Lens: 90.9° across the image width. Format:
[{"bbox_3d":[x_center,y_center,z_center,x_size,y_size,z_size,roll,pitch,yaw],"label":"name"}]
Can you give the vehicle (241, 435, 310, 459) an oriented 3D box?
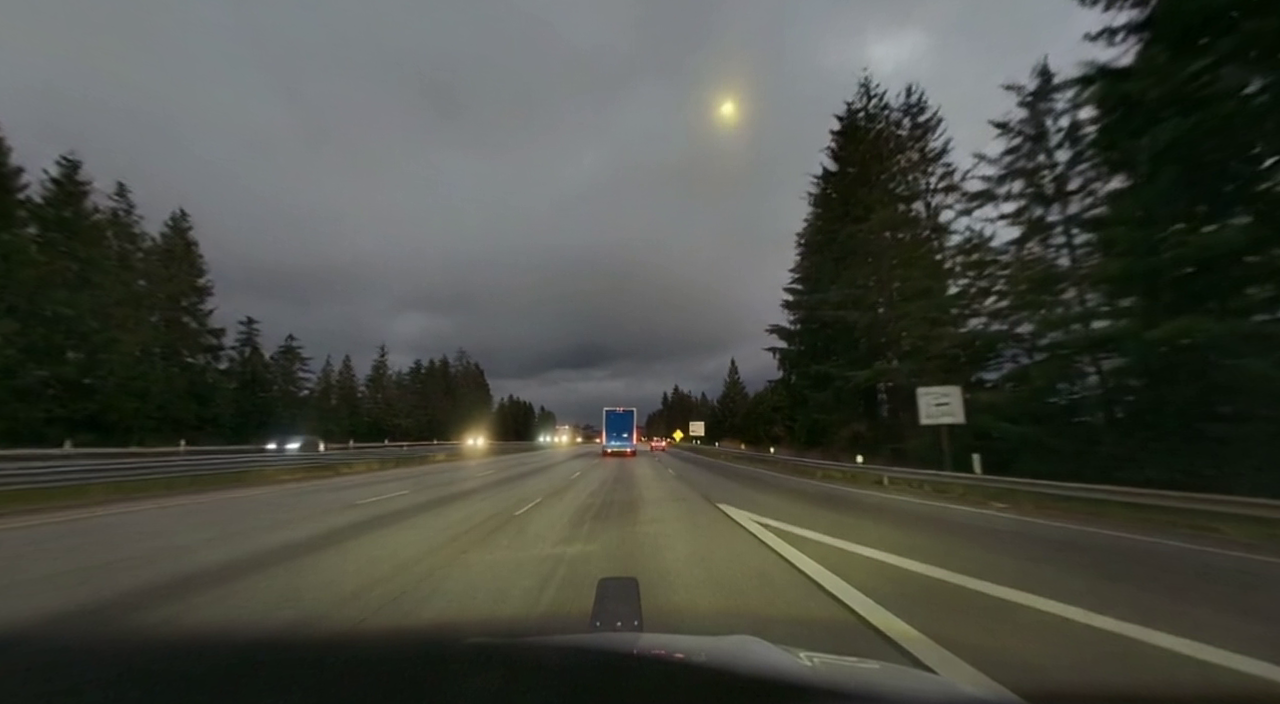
[{"bbox_3d":[-23.858,6.216,41.449,1.813,1.473,4.499,0,-8,0],"label":"vehicle"}]
